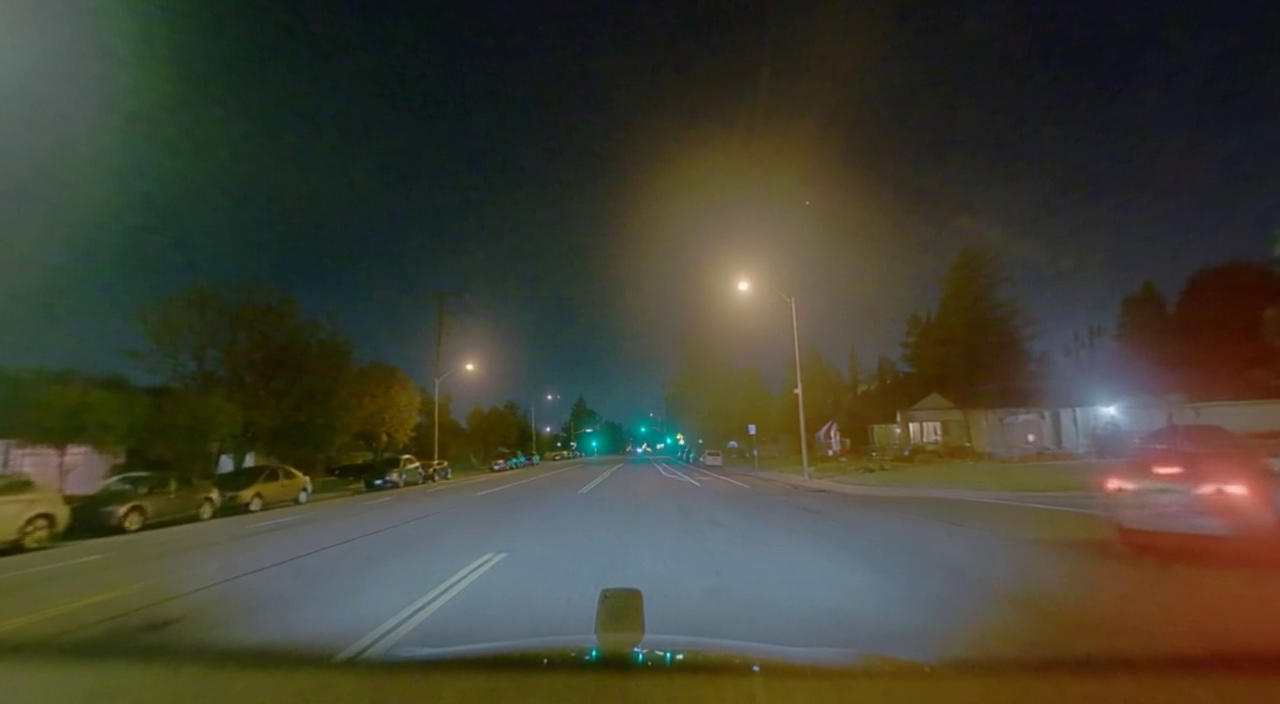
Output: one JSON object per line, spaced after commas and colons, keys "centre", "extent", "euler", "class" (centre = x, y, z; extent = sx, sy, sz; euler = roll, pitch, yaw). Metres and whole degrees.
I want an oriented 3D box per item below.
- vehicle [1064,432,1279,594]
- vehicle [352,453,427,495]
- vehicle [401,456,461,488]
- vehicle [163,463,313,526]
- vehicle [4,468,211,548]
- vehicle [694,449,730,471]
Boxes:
{"centre": [6.907, 1.795, 7.916], "extent": [2.022, 1.471, 4.432], "euler": [-7, -11, 40], "class": "vehicle"}
{"centre": [-12.518, 6.077, 31.871], "extent": [1.988, 1.741, 4.379], "euler": [-6, -9, -1], "class": "vehicle"}
{"centre": [-12.043, 6.896, 36.684], "extent": [1.872, 1.472, 4.719], "euler": [-6, -9, -1], "class": "vehicle"}
{"centre": [-12.332, 4.337, 19.803], "extent": [1.795, 1.472, 4.601], "euler": [-5, -9, -1], "class": "vehicle"}
{"centre": [-12.424, 3.609, 15.135], "extent": [1.676, 1.496, 3.804], "euler": [0, -9, -1], "class": "vehicle"}
{"centre": [5.176, 7.794, 45.846], "extent": [1.923, 1.454, 4.460], "euler": [0, -9, -2], "class": "vehicle"}
